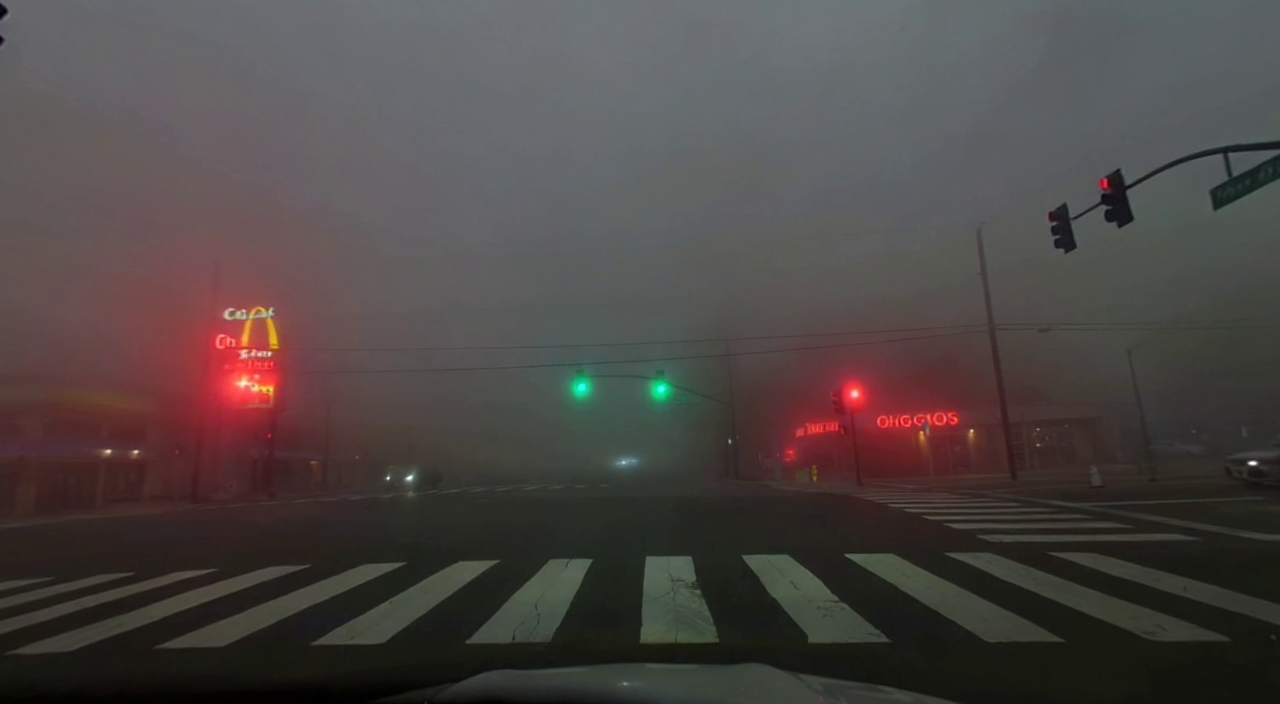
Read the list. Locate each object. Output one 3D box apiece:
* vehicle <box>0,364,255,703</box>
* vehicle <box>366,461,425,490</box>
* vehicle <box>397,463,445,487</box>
[{"bbox_3d":[-3.415,0.741,1.411,2.081,1.644,4.523,0,-9,3],"label":"vehicle"},{"bbox_3d":[-19.215,9.727,49.820,2.227,2.033,5.614,0,-9,2],"label":"vehicle"},{"bbox_3d":[-15.746,8.830,45.407,1.931,1.471,4.152,0,-9,0],"label":"vehicle"}]
